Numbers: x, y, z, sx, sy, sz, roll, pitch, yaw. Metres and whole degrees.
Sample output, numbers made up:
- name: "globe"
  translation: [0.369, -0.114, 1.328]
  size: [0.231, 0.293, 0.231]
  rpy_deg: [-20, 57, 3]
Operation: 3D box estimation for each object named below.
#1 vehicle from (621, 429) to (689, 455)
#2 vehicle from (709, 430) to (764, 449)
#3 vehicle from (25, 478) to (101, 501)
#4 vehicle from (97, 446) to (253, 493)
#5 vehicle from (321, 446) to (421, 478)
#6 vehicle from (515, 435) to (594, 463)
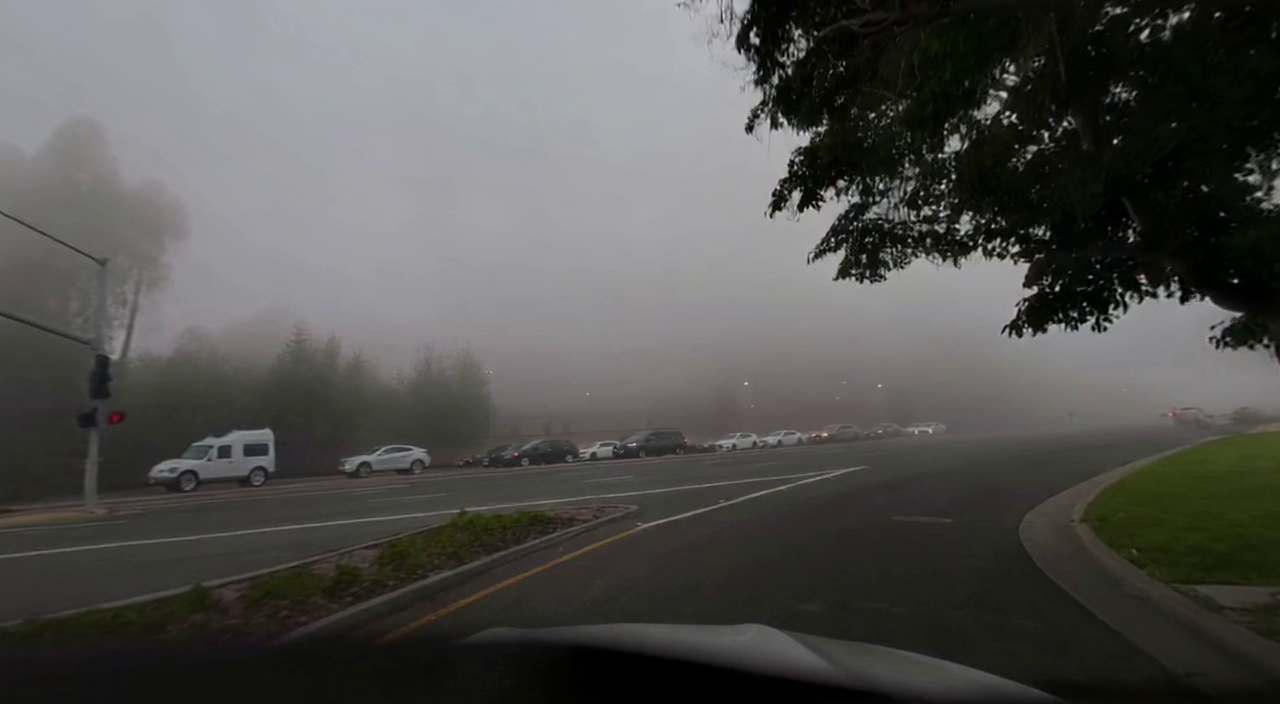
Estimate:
- name: "vehicle"
  translation: [1.114, 6.427, 44.918]
  size: [4.662, 1.758, 1.969]
  rpy_deg: [7, -11, -39]
- name: "vehicle"
  translation: [7.660, 6.959, 49.887]
  size: [4.377, 1.473, 1.832]
  rpy_deg: [7, -11, -38]
- name: "vehicle"
  translation: [-42.238, 10.044, 46.134]
  size: [4.321, 1.502, 1.782]
  rpy_deg: [-2, -9, 13]
- name: "vehicle"
  translation: [-20.290, 5.089, 27.715]
  size: [5.256, 1.838, 2.002]
  rpy_deg: [7, -11, -38]
- name: "vehicle"
  translation: [-13.977, 5.679, 32.842]
  size: [4.399, 1.497, 1.777]
  rpy_deg: [7, -11, -38]
- name: "vehicle"
  translation: [-5.312, 6.094, 39.589]
  size: [4.600, 1.642, 1.876]
  rpy_deg: [7, -11, -40]
